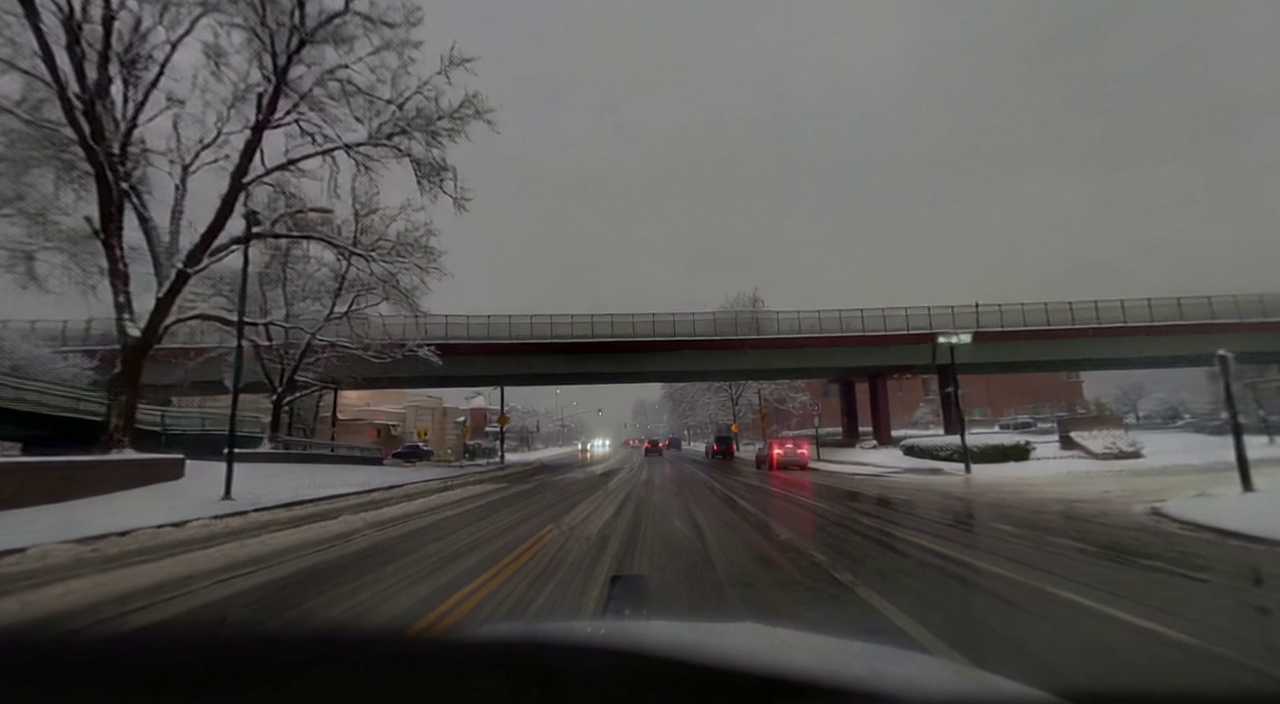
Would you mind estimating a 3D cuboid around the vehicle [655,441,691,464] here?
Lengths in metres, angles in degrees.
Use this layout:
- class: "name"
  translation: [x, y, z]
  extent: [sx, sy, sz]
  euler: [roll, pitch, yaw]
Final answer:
- class: "vehicle"
  translation: [2.180, 6.811, 43.013]
  extent: [2.280, 1.475, 4.051]
  euler: [0, -8, 1]

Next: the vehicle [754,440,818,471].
- class: "vehicle"
  translation: [7.158, 5.143, 31.475]
  extent: [2.035, 1.435, 4.481]
  euler: [0, -8, -1]
